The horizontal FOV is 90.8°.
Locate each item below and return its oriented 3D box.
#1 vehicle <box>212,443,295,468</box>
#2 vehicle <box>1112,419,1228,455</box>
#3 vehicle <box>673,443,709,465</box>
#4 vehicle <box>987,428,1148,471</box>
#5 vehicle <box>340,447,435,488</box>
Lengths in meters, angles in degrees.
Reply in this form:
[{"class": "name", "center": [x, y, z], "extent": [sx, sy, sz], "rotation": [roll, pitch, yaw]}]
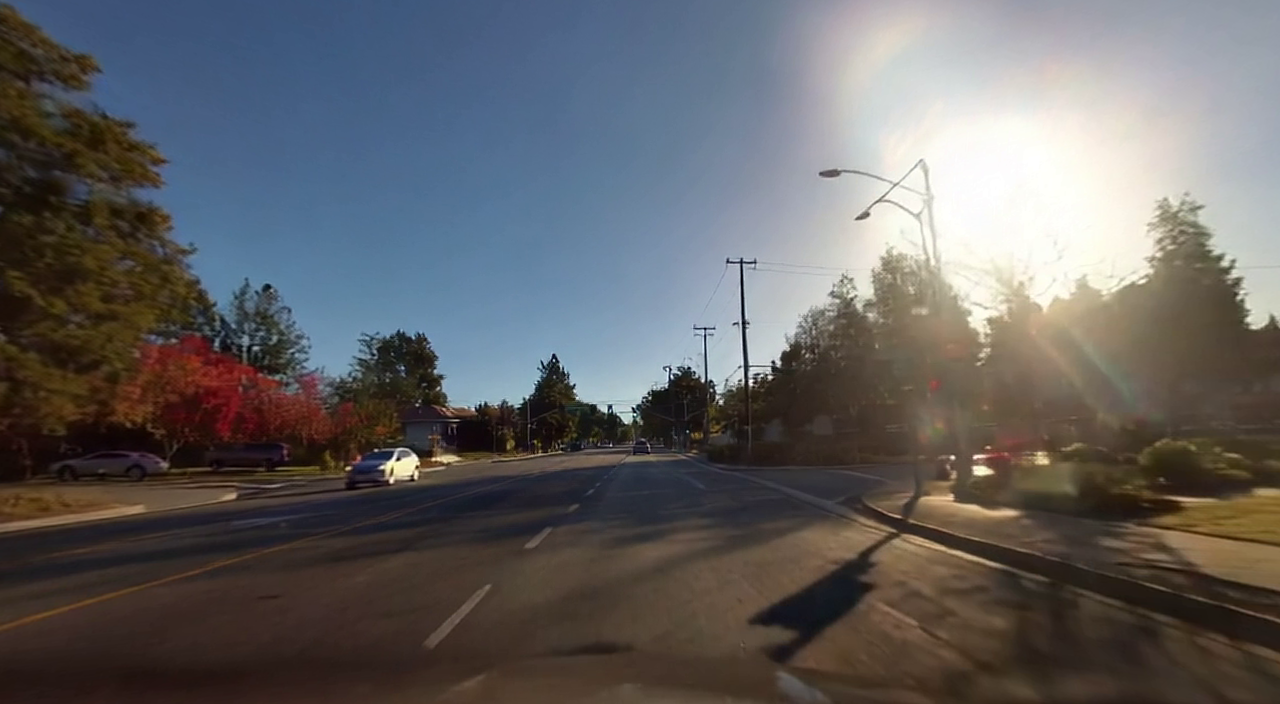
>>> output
[{"class": "vehicle", "center": [-29.135, 7.795, 47.745], "extent": [4.794, 1.829, 2.102], "rotation": [0, -8, -1]}, {"class": "vehicle", "center": [26.704, 4.332, 31.927], "extent": [3.893, 1.661, 2.008], "rotation": [0, -12, 0]}, {"class": "vehicle", "center": [3.586, 7.287, 45.242], "extent": [2.010, 1.504, 4.835], "rotation": [0, -8, -2]}, {"class": "vehicle", "center": [15.504, 3.551, 23.085], "extent": [4.590, 1.454, 1.851], "rotation": [0, -8, -3]}, {"class": "vehicle", "center": [-10.384, 4.751, 26.420], "extent": [2.022, 1.536, 4.629], "rotation": [0, -8, 1]}]
